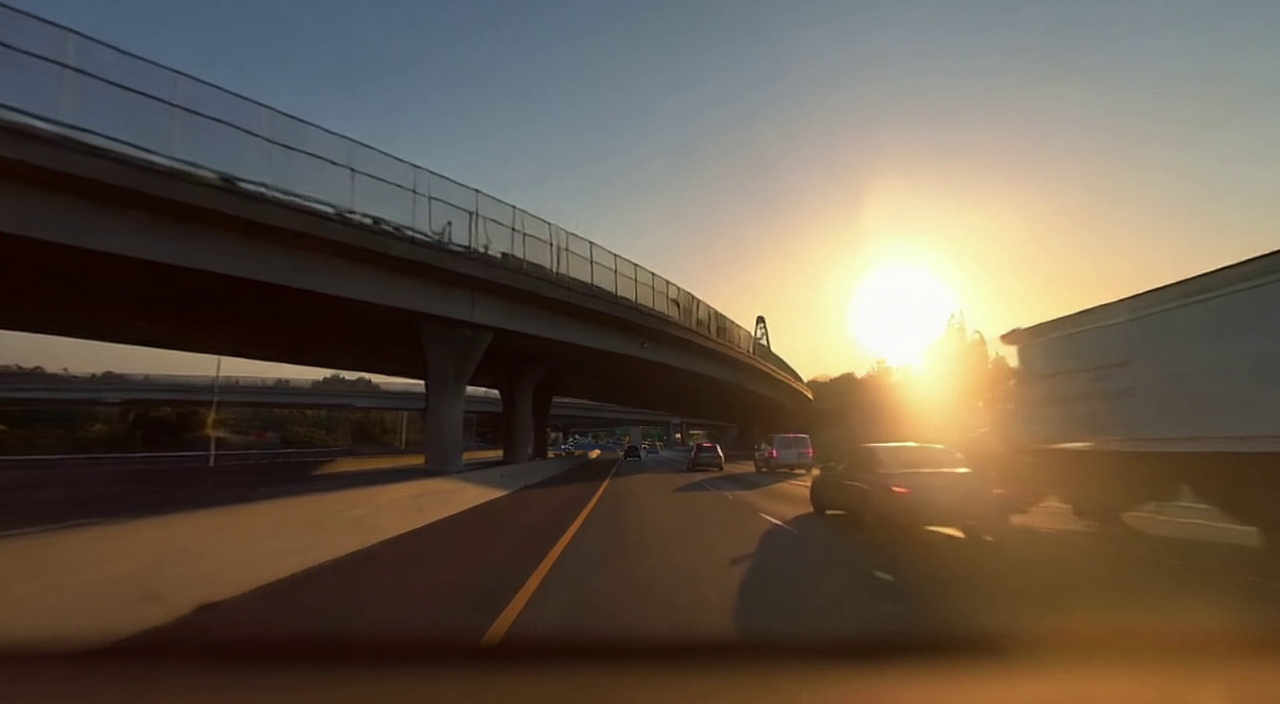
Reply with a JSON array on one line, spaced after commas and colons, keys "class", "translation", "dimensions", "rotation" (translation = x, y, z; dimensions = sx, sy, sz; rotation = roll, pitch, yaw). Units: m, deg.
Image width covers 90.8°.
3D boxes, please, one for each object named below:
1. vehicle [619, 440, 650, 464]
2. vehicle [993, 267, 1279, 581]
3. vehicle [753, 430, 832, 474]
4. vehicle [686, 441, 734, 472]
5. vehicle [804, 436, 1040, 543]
[{"class": "vehicle", "translation": [-0.472, 7.678, 48.441], "dimensions": [2.256, 1.743, 4.189], "rotation": [0, -8, -1]}, {"class": "vehicle", "translation": [8.064, 0.948, 7.855], "dimensions": [2.866, 3.233, 7.345], "rotation": [1, -9, -2]}, {"class": "vehicle", "translation": [7.676, 5.126, 32.635], "dimensions": [2.448, 2.042, 5.959], "rotation": [0, -8, -1]}, {"class": "vehicle", "translation": [3.849, 5.870, 35.733], "dimensions": [2.005, 1.585, 4.863], "rotation": [0, -8, -2]}, {"class": "vehicle", "translation": [4.433, 2.212, 10.890], "dimensions": [1.971, 1.453, 4.414], "rotation": [0, -8, -1]}]
